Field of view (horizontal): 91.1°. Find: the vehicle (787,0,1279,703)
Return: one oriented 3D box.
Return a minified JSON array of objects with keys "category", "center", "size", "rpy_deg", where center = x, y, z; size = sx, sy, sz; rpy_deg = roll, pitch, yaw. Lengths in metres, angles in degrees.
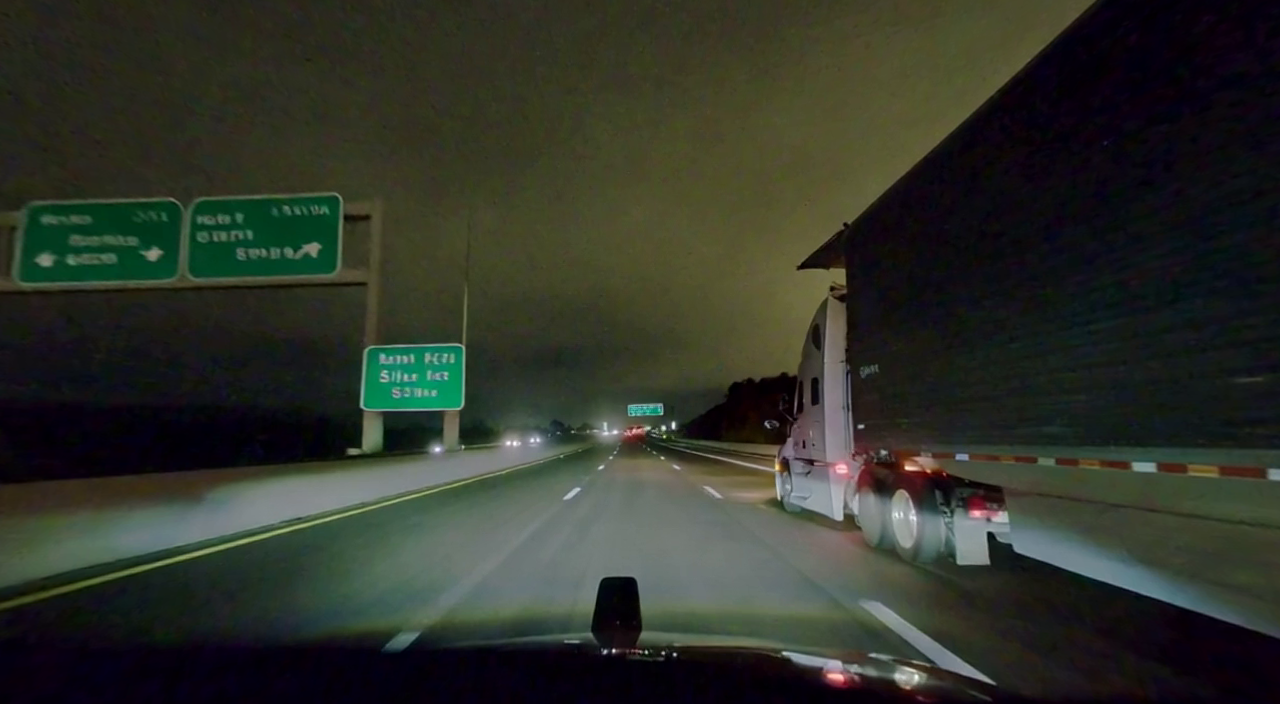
[{"category":"vehicle","center":[4.121,-0.276,3.567],"size":[3.220,3.912,12.116],"rpy_deg":[0,-8,-2]}]
